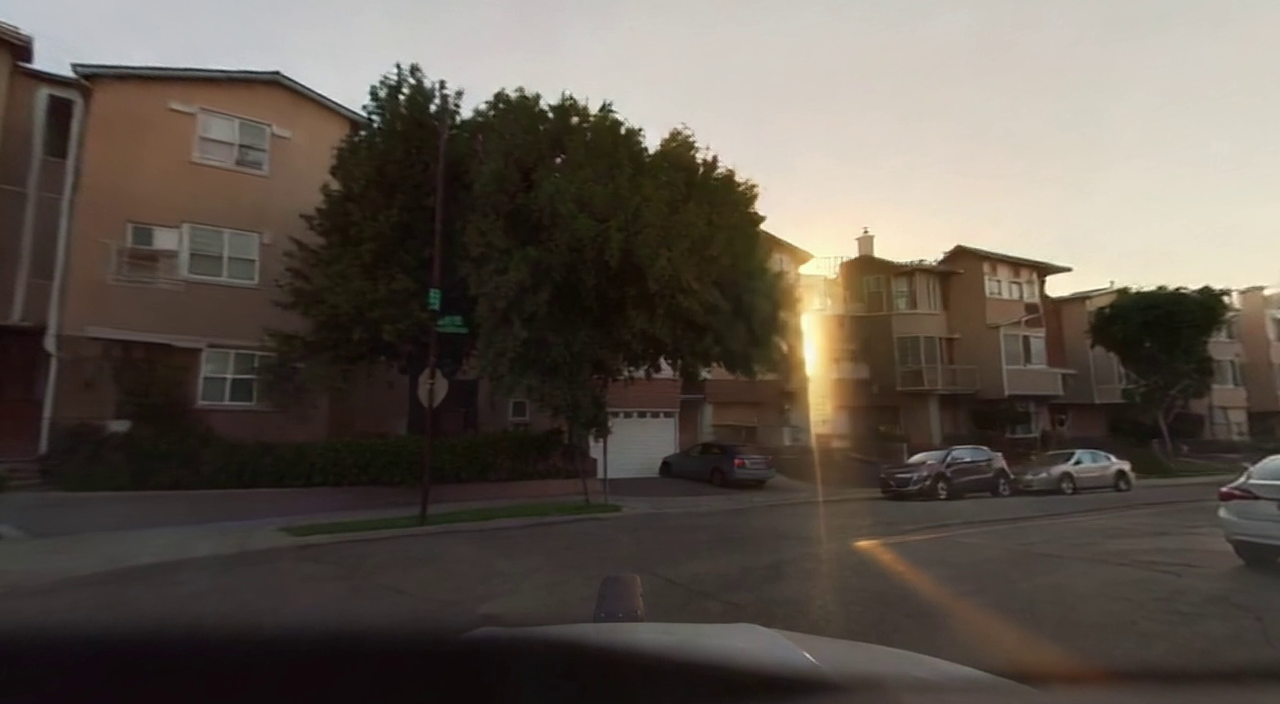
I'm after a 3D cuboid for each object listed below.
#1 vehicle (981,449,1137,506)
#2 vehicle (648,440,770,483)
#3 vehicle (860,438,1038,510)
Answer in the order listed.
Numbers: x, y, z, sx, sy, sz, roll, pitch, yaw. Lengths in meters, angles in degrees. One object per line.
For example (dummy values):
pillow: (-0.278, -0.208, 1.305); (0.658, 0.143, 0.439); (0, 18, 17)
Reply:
vehicle: (13.037, 3.807, 19.607); (4.696, 1.478, 1.902); (3, -10, -28)
vehicle: (2.698, 4.108, 24.063); (4.714, 1.458, 1.812); (7, -11, -40)
vehicle: (8.530, 3.277, 17.403); (4.584, 1.744, 1.946); (4, -10, -27)
